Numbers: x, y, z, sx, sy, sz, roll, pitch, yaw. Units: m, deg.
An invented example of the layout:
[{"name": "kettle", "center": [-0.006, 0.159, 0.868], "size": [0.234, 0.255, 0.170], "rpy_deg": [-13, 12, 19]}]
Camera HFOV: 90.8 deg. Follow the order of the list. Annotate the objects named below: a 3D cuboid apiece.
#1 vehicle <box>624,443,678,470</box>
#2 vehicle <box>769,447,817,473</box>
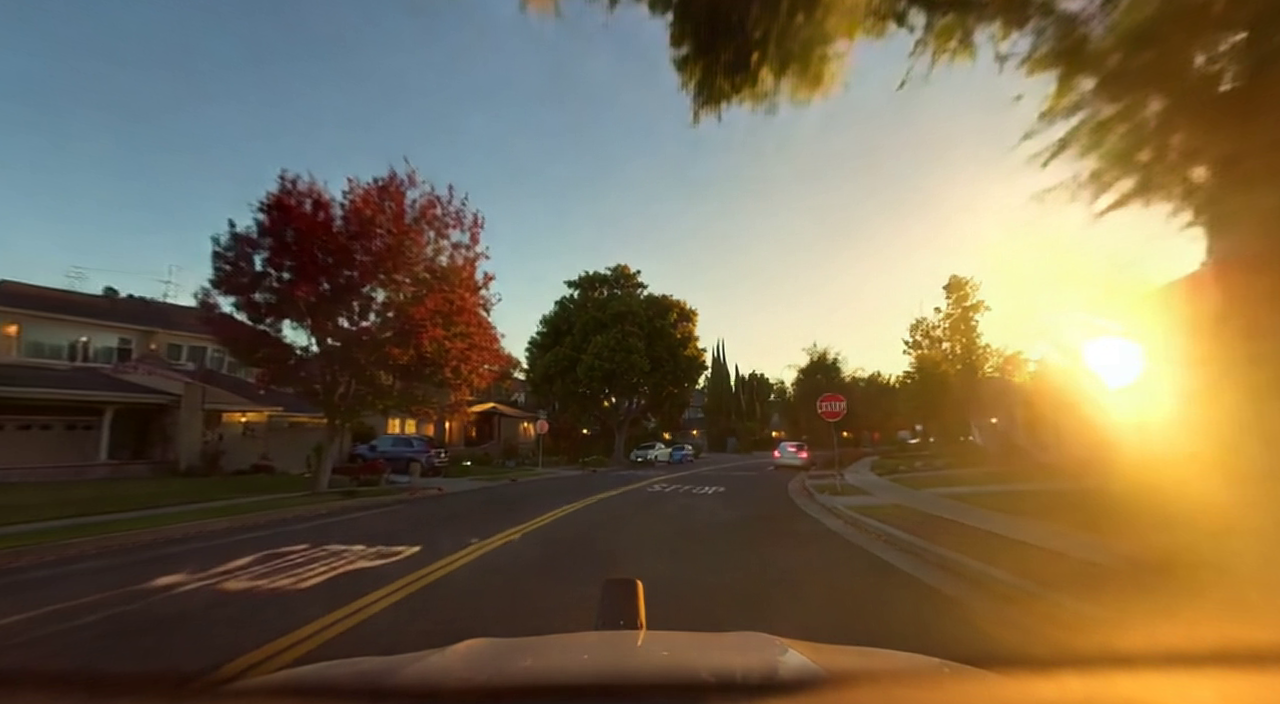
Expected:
[{"name": "vehicle", "center": [0.826, 7.161, 43.379], "size": [2.030, 1.696, 4.828], "rpy_deg": [-4, -10, 24]}, {"name": "vehicle", "center": [9.287, 6.464, 38.039], "size": [2.045, 1.478, 4.914], "rpy_deg": [-4, -9, 21]}]
